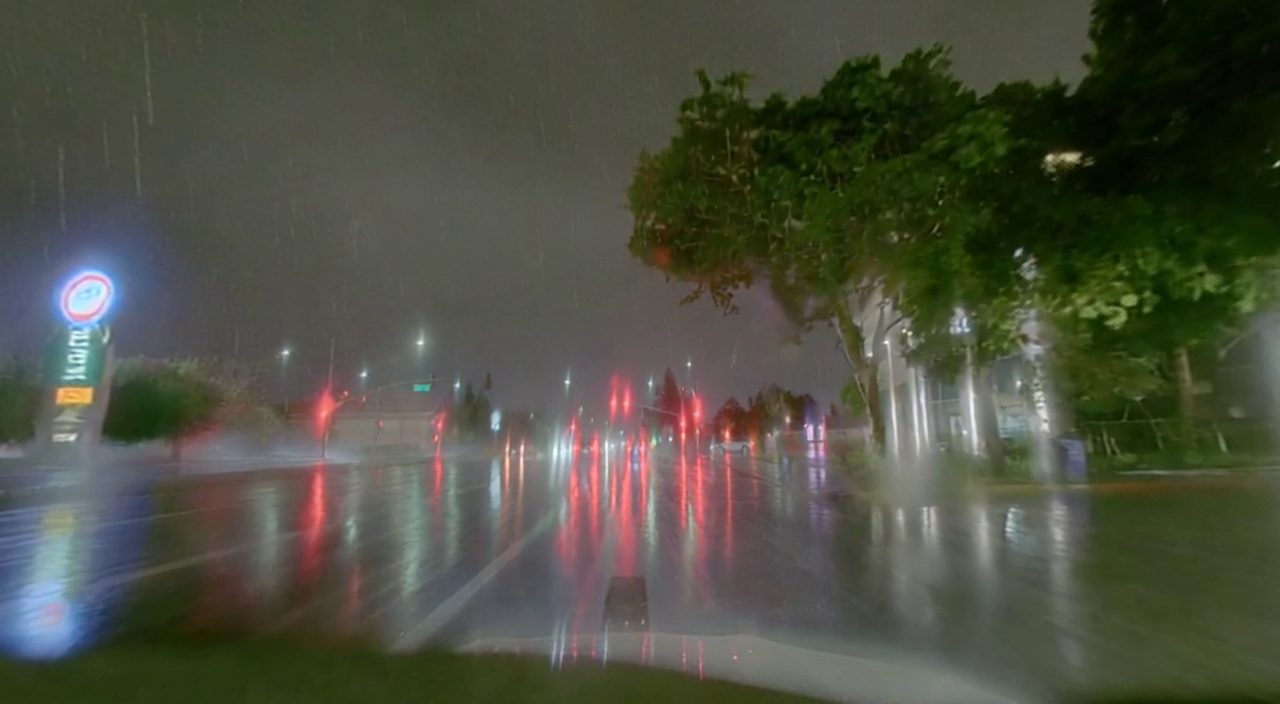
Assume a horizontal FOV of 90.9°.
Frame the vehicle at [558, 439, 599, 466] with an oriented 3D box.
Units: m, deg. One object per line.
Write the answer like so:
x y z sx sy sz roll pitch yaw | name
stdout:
-3.637 6.045 37.966 2.029 1.517 4.375 0 -9 0 | vehicle
